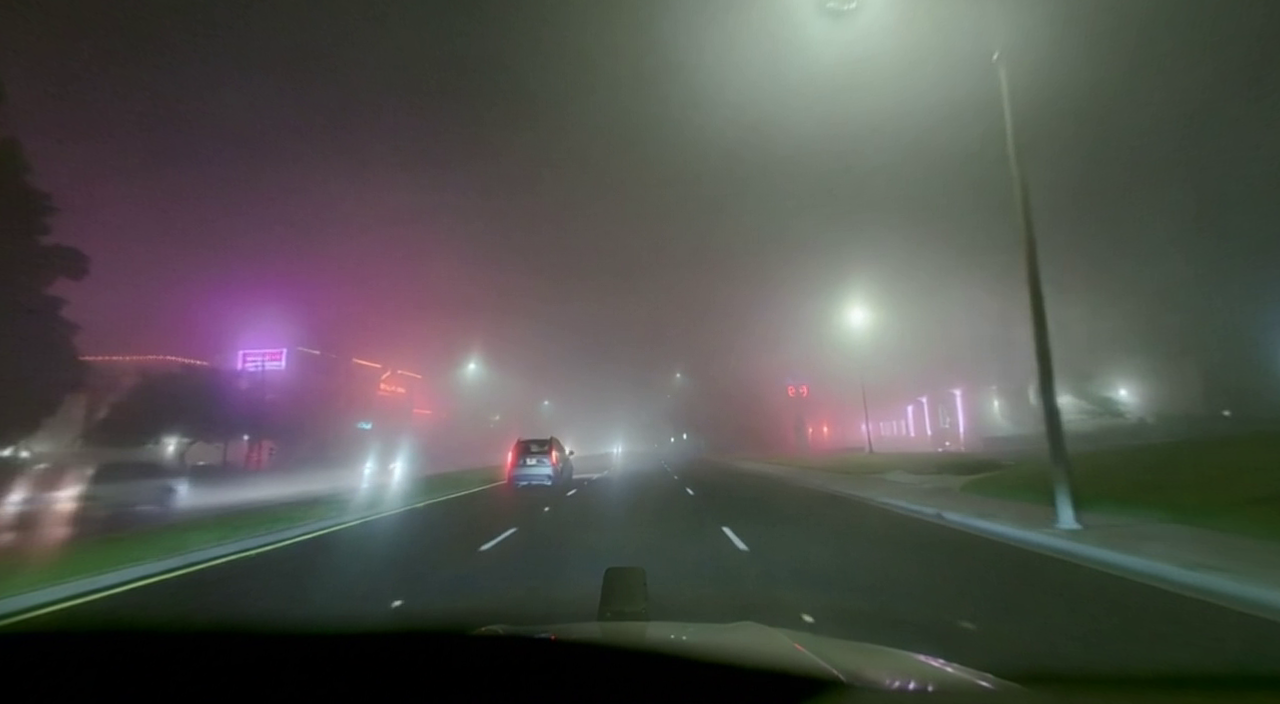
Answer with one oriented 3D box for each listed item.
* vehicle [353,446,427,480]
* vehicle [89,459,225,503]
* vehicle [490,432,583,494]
[{"bbox_3d":[-13.627,6.030,34.671,2.034,1.727,4.654,0,-8,1],"label":"vehicle"},{"bbox_3d":[-19.331,5.134,25.507,1.838,1.502,4.370,-1,-8,4],"label":"vehicle"},{"bbox_3d":[-3.074,3.405,19.801,2.062,1.693,4.669,0,-8,1],"label":"vehicle"}]
